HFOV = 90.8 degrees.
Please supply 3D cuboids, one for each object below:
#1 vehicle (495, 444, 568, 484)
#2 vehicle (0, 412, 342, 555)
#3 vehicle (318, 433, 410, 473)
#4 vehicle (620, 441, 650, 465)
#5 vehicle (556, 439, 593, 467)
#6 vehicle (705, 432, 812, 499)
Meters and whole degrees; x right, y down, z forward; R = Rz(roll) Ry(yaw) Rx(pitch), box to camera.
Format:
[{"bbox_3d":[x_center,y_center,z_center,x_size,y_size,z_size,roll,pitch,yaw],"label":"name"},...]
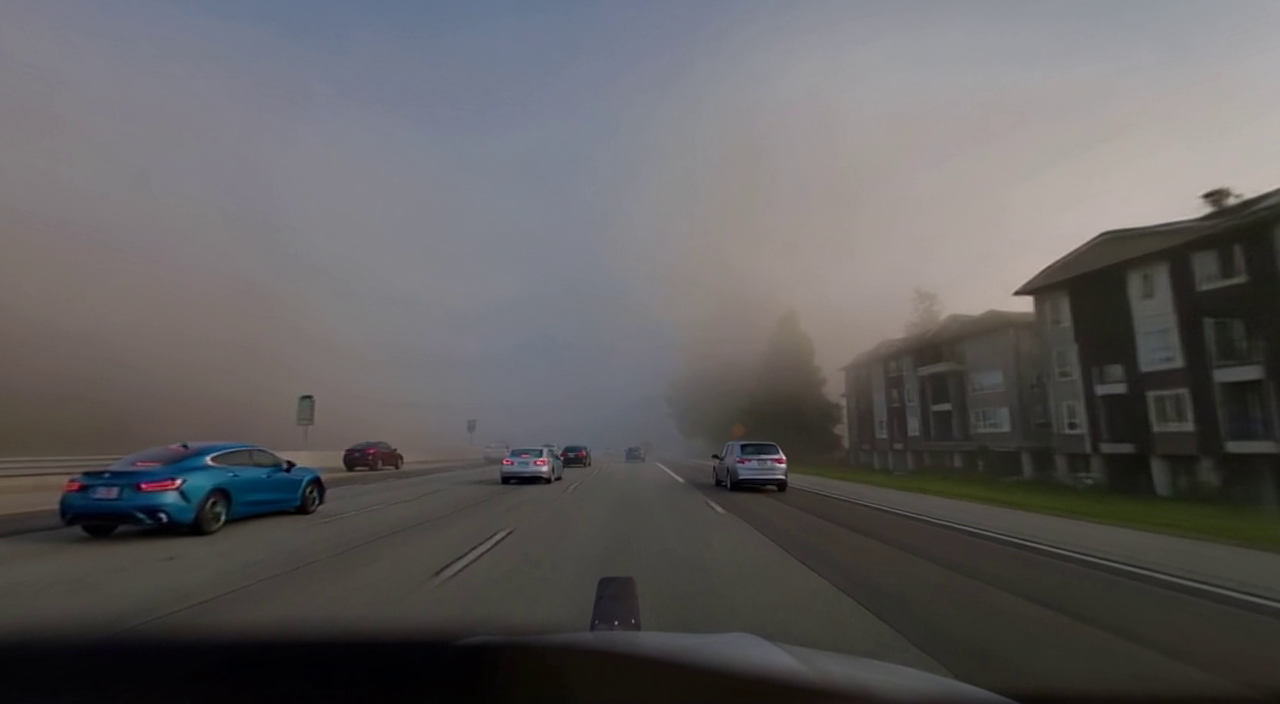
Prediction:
[{"bbox_3d":[-4.177,4.370,25.042,2.124,1.426,4.444,0,-8,-1],"label":"vehicle"},{"bbox_3d":[-7.239,2.029,10.519,2.086,1.776,5.080,0,-8,0],"label":"vehicle"},{"bbox_3d":[-15.361,5.668,35.673,2.396,1.999,6.333,0,-8,0],"label":"vehicle"},{"bbox_3d":[-0.385,7.325,45.891,2.053,1.650,3.945,0,-8,-1],"label":"vehicle"},{"bbox_3d":[-4.421,6.914,43.347,2.044,1.774,4.329,0,-8,0],"label":"vehicle"},{"bbox_3d":[3.189,3.149,17.976,2.061,1.658,4.417,0,-8,-2],"label":"vehicle"}]
